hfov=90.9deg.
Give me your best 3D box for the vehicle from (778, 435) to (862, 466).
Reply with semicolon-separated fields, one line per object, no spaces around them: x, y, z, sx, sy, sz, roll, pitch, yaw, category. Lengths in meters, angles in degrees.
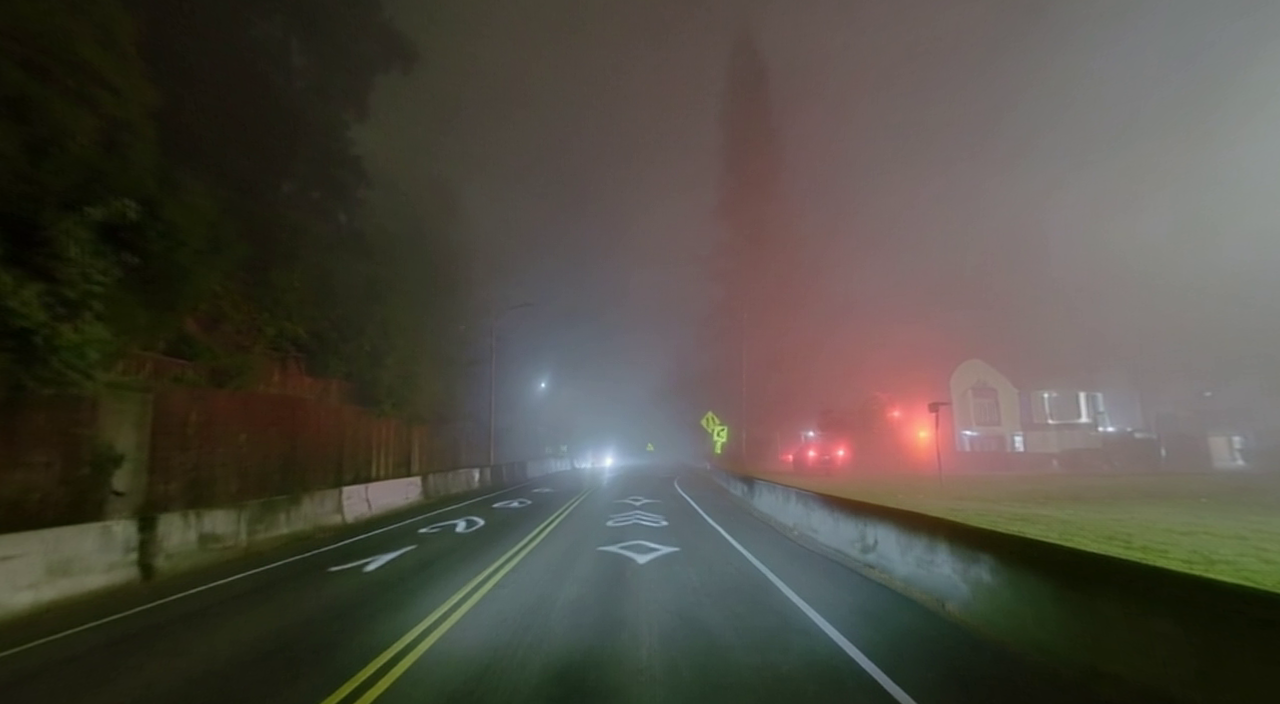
10.982;6.059;38.789;4.614;1.764;1.860;-2;-8;6;vehicle
